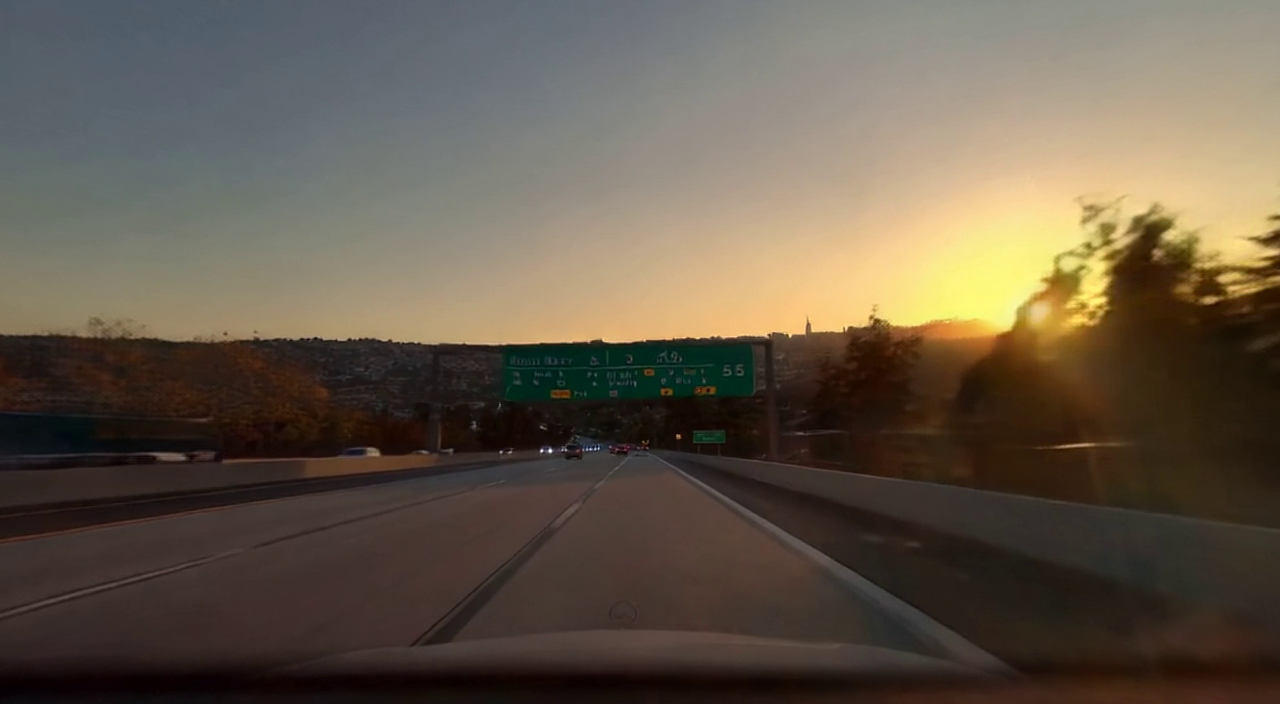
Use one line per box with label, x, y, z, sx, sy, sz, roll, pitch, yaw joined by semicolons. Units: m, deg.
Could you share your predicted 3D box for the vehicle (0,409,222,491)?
vehicle;-28.147;5.157;33.364;2.819;3.437;13.292;0;-9;0
